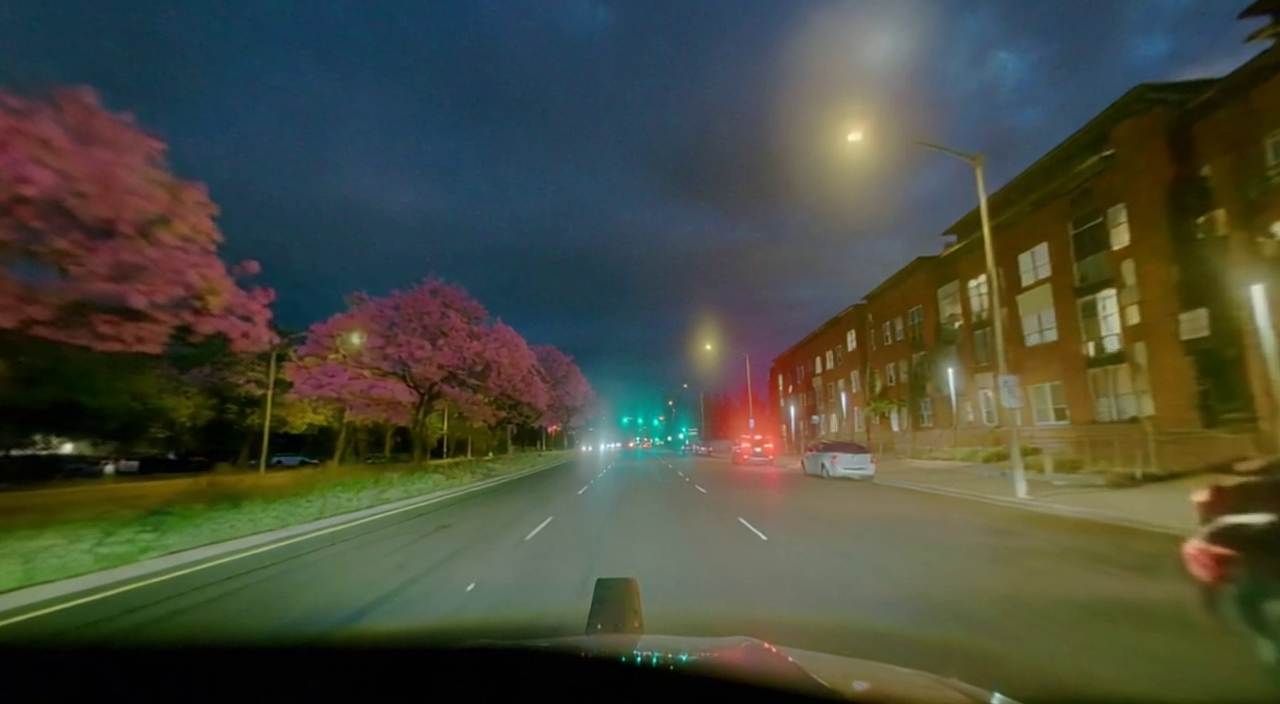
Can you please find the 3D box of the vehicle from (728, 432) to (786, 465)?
[{"bbox_3d":[7.061,5.908,38.783,2.450,1.892,5.107,0,-8,-2],"label":"vehicle"}]

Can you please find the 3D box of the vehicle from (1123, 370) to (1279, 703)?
[{"bbox_3d":[3.841,0.674,1.503,1.984,1.580,4.413,-1,-8,2],"label":"vehicle"}]

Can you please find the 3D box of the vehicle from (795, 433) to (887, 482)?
[{"bbox_3d":[7.290,3.873,23.455,1.940,1.647,4.309,0,-8,-1],"label":"vehicle"}]

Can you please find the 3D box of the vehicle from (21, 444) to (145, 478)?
[{"bbox_3d":[-33.589,6.581,38.212,5.605,1.774,2.197,-3,-9,3],"label":"vehicle"}]
